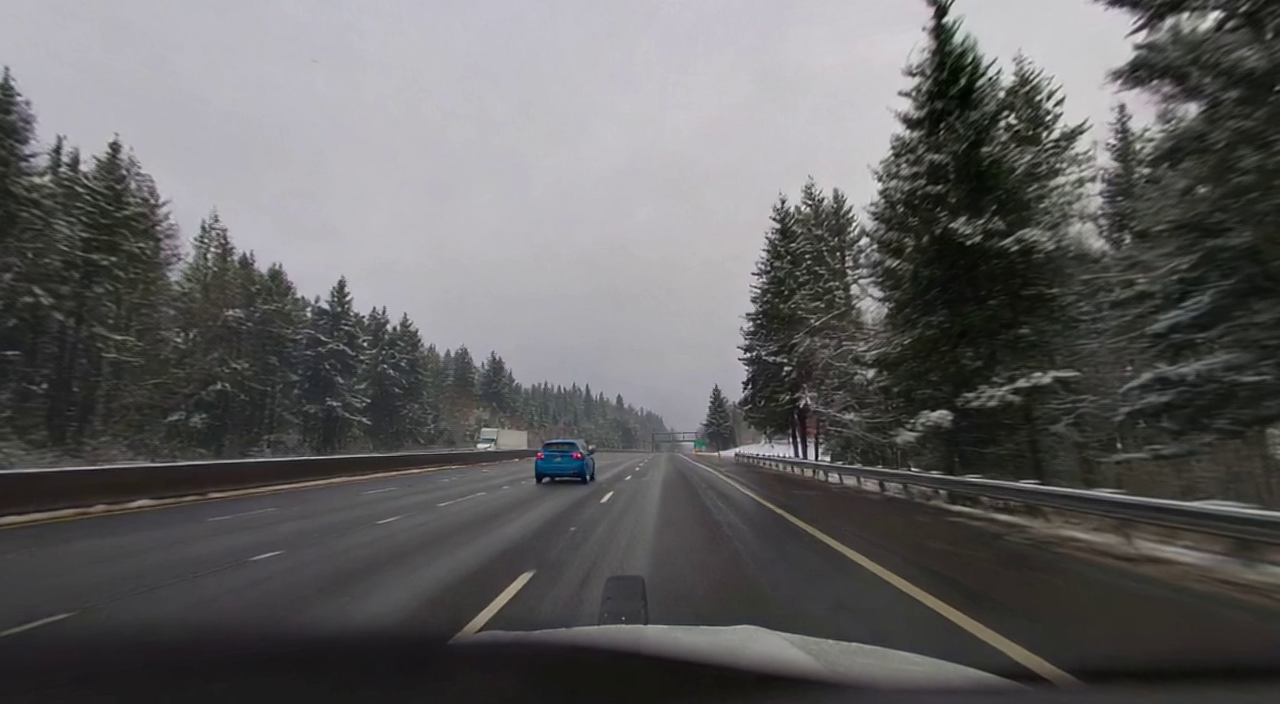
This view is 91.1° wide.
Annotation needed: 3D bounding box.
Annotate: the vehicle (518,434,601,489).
[{"bbox_3d":[-2.624,3.681,21.477,2.133,1.686,4.203,-1,-8,2],"label":"vehicle"}]
